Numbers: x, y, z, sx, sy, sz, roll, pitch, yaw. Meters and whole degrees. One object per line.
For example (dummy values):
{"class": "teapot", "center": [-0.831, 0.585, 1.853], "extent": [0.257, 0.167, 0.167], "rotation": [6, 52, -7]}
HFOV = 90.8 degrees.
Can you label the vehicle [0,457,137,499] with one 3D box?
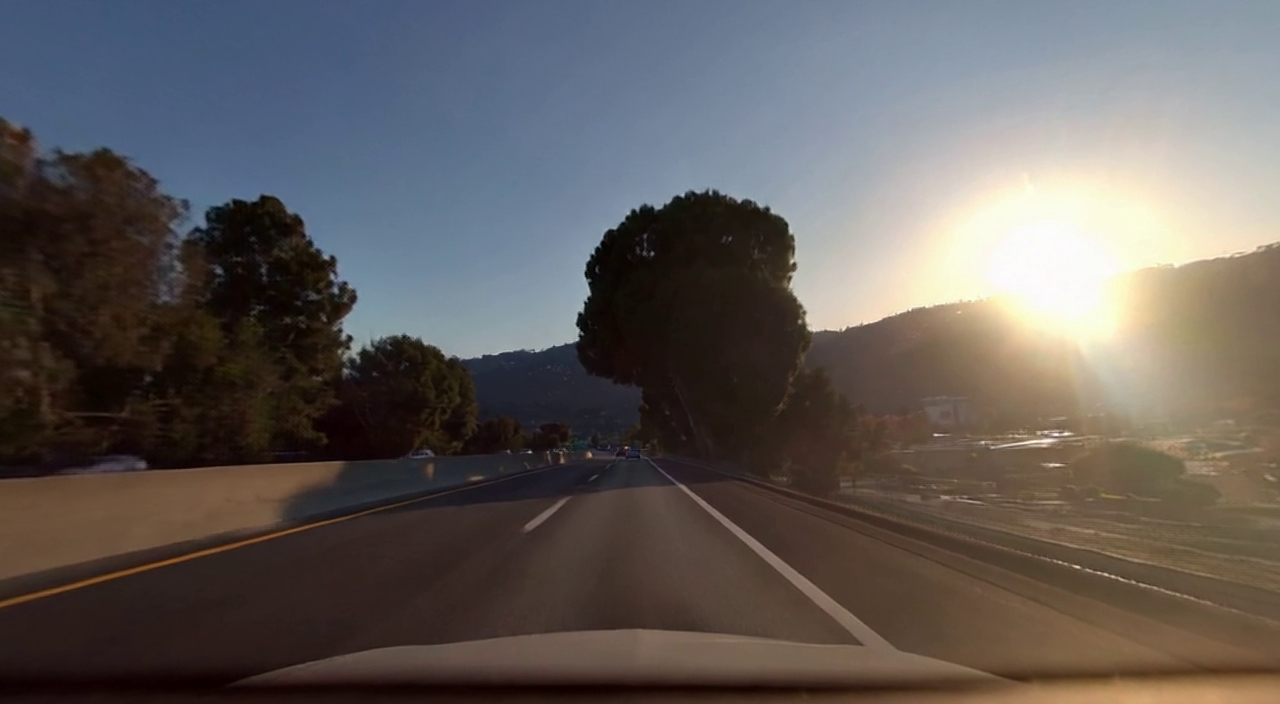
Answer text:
{"class": "vehicle", "center": [-25.642, 5.598, 28.468], "extent": [2.148, 1.683, 4.511], "rotation": [0, -9, 0]}
